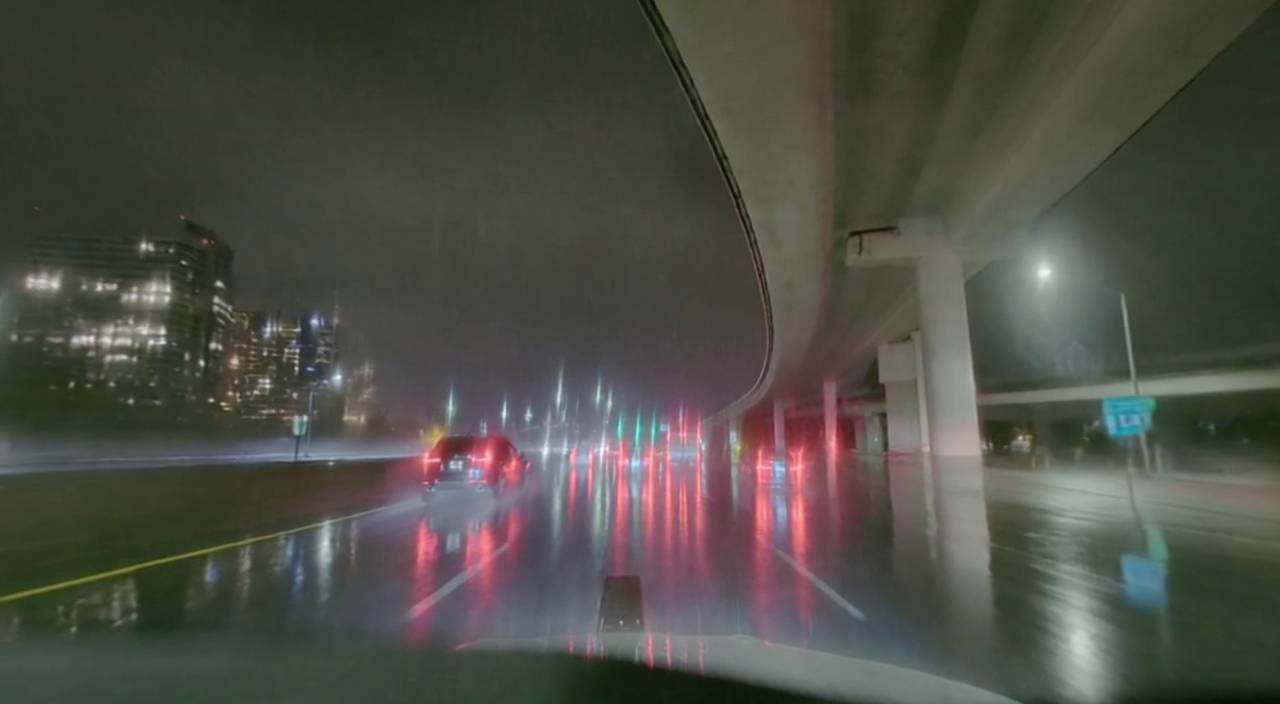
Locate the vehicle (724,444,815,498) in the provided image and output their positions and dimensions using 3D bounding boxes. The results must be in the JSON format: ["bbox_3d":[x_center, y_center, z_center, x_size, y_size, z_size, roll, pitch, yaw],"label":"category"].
[{"bbox_3d":[3.949,3.683,19.894,1.974,1.490,3.994,0,-9,0],"label":"vehicle"}]

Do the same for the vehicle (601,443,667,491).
[{"bbox_3d":[-0.168,3.945,22.042,2.089,1.493,3.964,0,-8,0],"label":"vehicle"}]

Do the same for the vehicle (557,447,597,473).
[{"bbox_3d":[-3.687,6.373,37.537,1.868,1.431,4.055,0,-9,1],"label":"vehicle"}]

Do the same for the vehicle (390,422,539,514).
[{"bbox_3d":[-3.913,2.683,15.055,2.142,1.819,4.648,0,-8,1],"label":"vehicle"}]
